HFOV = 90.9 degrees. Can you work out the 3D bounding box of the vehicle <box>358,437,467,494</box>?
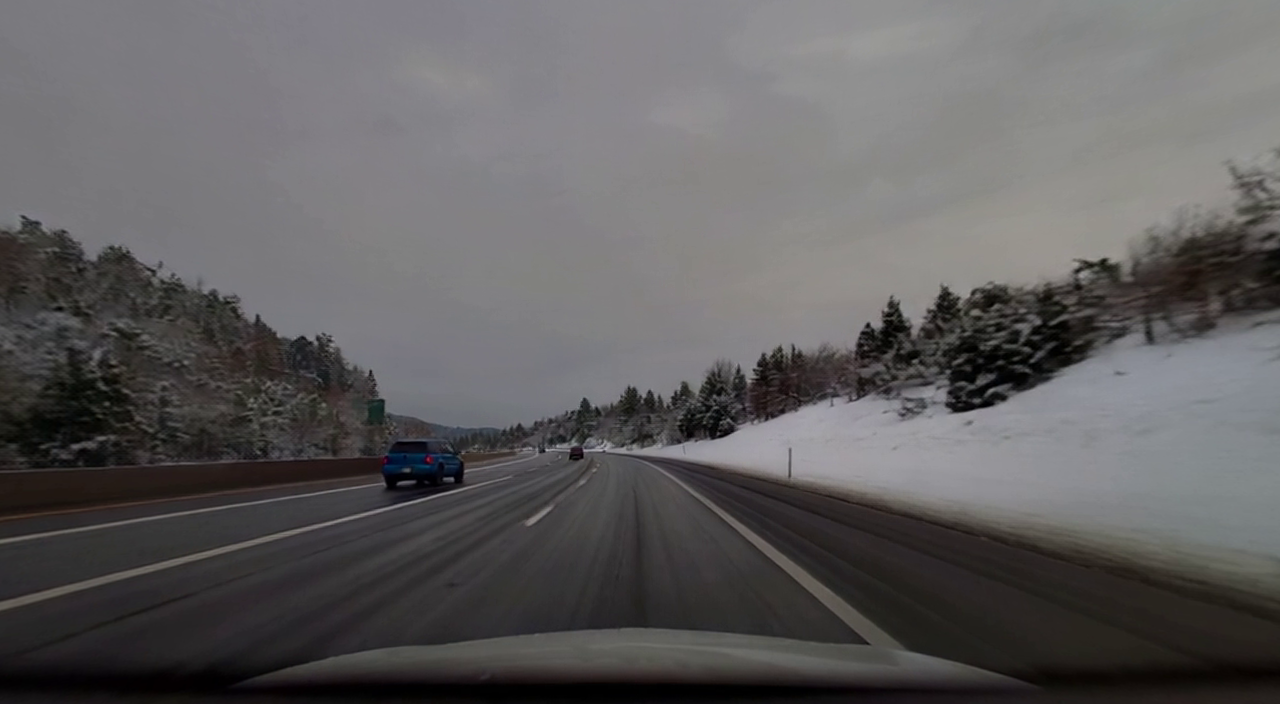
[{"bbox_3d":[-7.527,3.779,21.423,2.046,1.712,4.533,0,-8,-1],"label":"vehicle"}]
